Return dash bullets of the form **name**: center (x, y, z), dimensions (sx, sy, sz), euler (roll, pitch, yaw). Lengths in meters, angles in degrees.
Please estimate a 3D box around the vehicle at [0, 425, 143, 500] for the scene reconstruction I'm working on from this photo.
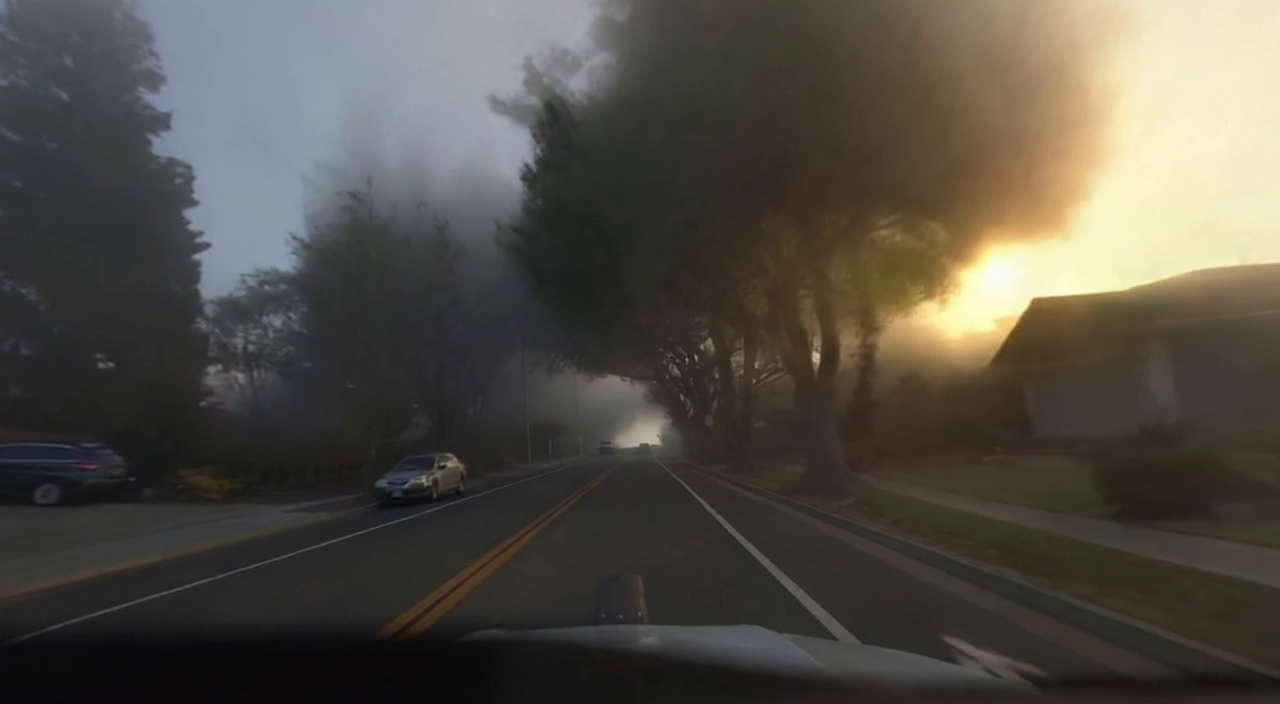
- **vehicle**: center (-15.661, 2.767, 16.002), dimensions (4.735, 1.712, 1.992), euler (-2, -9, 9)

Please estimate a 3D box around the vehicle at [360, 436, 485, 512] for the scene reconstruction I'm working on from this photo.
- **vehicle**: center (-6.592, 3.734, 19.834), dimensions (2.176, 1.885, 5.174), euler (-4, -9, -2)
